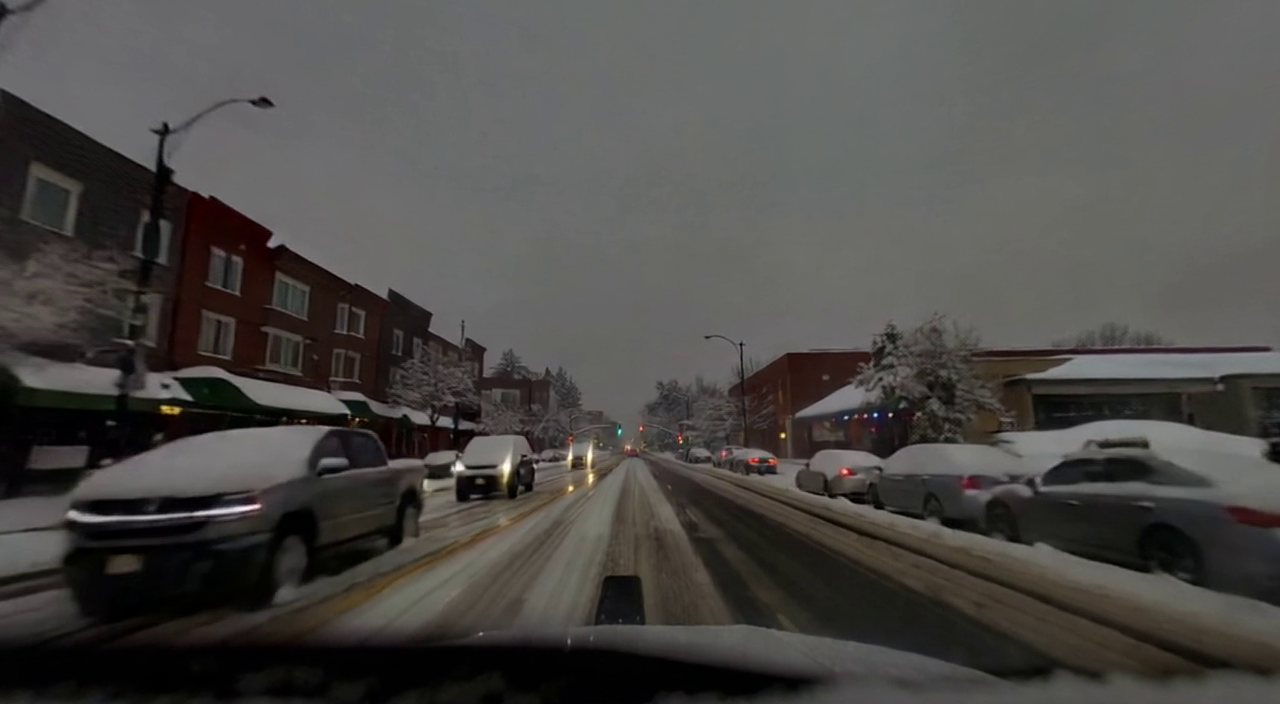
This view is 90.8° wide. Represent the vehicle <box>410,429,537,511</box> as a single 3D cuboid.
[{"bbox_3d":[-4.147,3.082,16.617,2.048,1.761,4.517,-2,-10,1],"label":"vehicle"}]

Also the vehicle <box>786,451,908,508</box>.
[{"bbox_3d":[5.953,3.693,18.885,1.976,1.432,4.812,0,-8,-1],"label":"vehicle"}]

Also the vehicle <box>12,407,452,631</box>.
[{"bbox_3d":[-3.766,1.590,7.018,1.914,1.682,4.263,-1,-8,2],"label":"vehicle"}]

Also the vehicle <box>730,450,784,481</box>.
[{"bbox_3d":[6.036,5.892,33.130,1.837,1.482,4.706,0,-8,-1],"label":"vehicle"}]

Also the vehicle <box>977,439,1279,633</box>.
[{"bbox_3d":[6.001,1.742,6.906,2.054,1.525,4.258,0,-8,-4],"label":"vehicle"}]

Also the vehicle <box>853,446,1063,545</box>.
[{"bbox_3d":[5.785,2.602,12.286,1.795,1.524,4.658,-1,-8,2],"label":"vehicle"}]

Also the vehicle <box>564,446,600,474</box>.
[{"bbox_3d":[-3.841,7.210,42.451,1.980,1.718,4.120,0,-8,0],"label":"vehicle"}]
